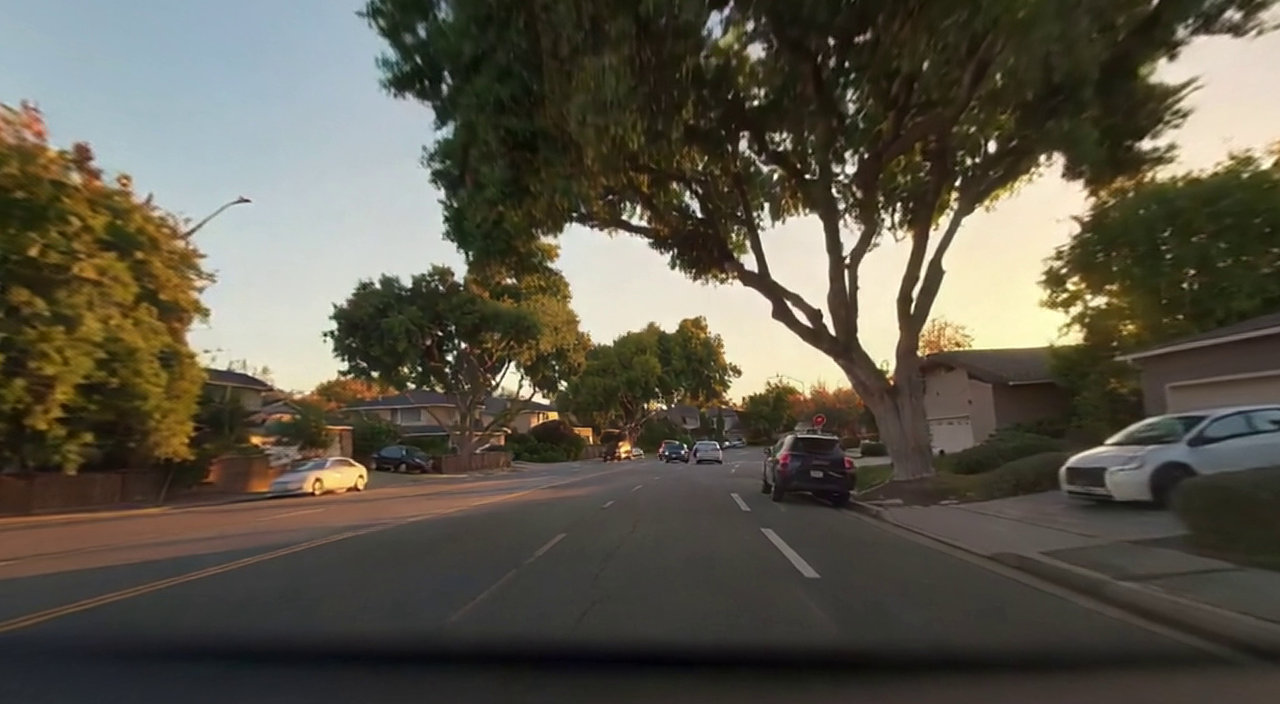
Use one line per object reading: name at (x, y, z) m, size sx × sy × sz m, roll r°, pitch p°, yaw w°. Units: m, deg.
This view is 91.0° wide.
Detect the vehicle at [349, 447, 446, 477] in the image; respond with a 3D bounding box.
vehicle at (-15.182, 6.901, 39.595) m, size 5.177 × 1.779 × 2.199 m, roll -1°, pitch -8°, yaw 4°

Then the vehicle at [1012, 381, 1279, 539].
vehicle at (9.239, 1.536, 9.965) m, size 5.085 × 1.795 × 2.183 m, roll -9°, pitch -9°, yaw 3°

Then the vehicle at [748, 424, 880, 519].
vehicle at (4.250, 3.006, 16.533) m, size 2.516 × 2.019 × 5.790 m, roll -1°, pitch -8°, yaw 8°

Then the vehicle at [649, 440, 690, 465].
vehicle at (2.167, 7.219, 45.440) m, size 2.178 × 1.695 × 4.339 m, roll -2°, pitch -9°, yaw 13°

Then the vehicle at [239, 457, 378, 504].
vehicle at (-12.277, 4.755, 23.794) m, size 2.118 × 1.496 × 5.030 m, roll -3°, pitch -10°, yaw 6°

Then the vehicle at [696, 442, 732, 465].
vehicle at (5.094, 6.894, 42.758) m, size 1.955 × 1.459 × 4.383 m, roll -2°, pitch -9°, yaw 13°
